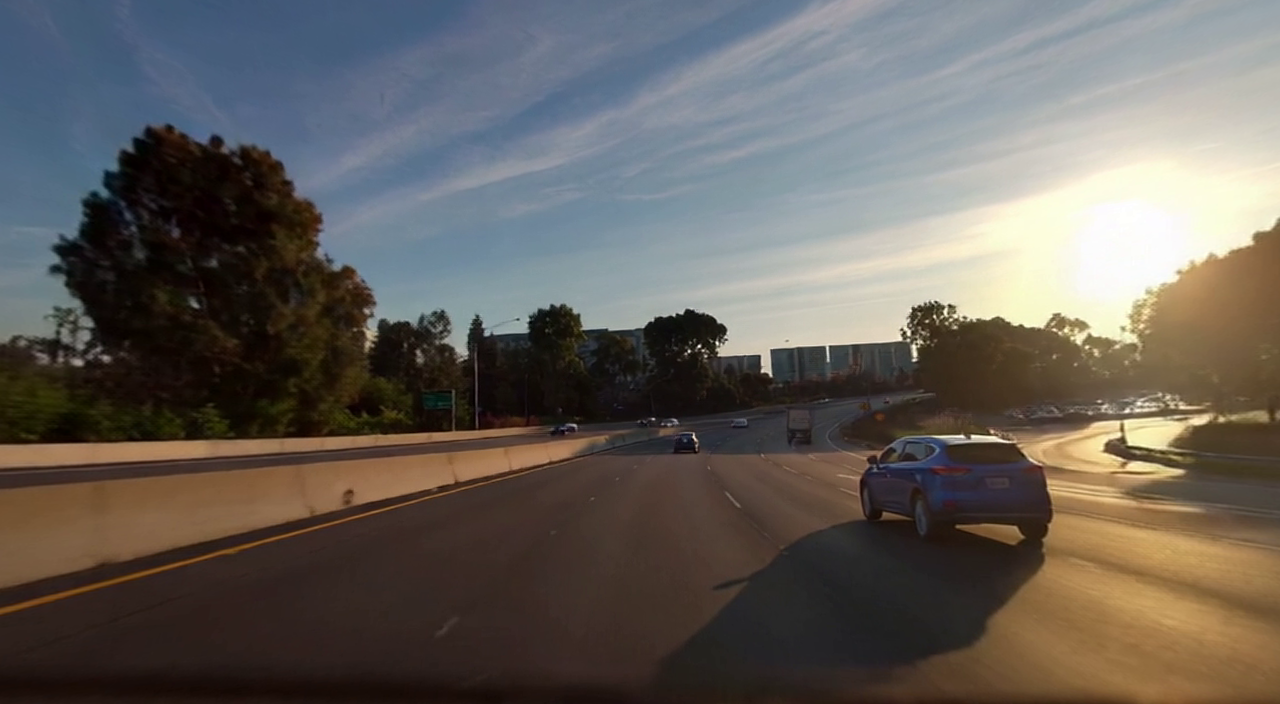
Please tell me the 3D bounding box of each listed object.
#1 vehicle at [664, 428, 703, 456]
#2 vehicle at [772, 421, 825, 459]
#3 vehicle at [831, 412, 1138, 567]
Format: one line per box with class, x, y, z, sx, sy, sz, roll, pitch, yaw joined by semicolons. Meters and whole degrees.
vehicle;2.950;6.001;42.055;2.181;1.768;4.383;-1;-9;8
vehicle;10.053;5.684;40.635;2.526;2.230;6.190;-1;-9;7
vehicle;4.404;1.816;9.091;2.097;1.659;4.320;0;-9;2
